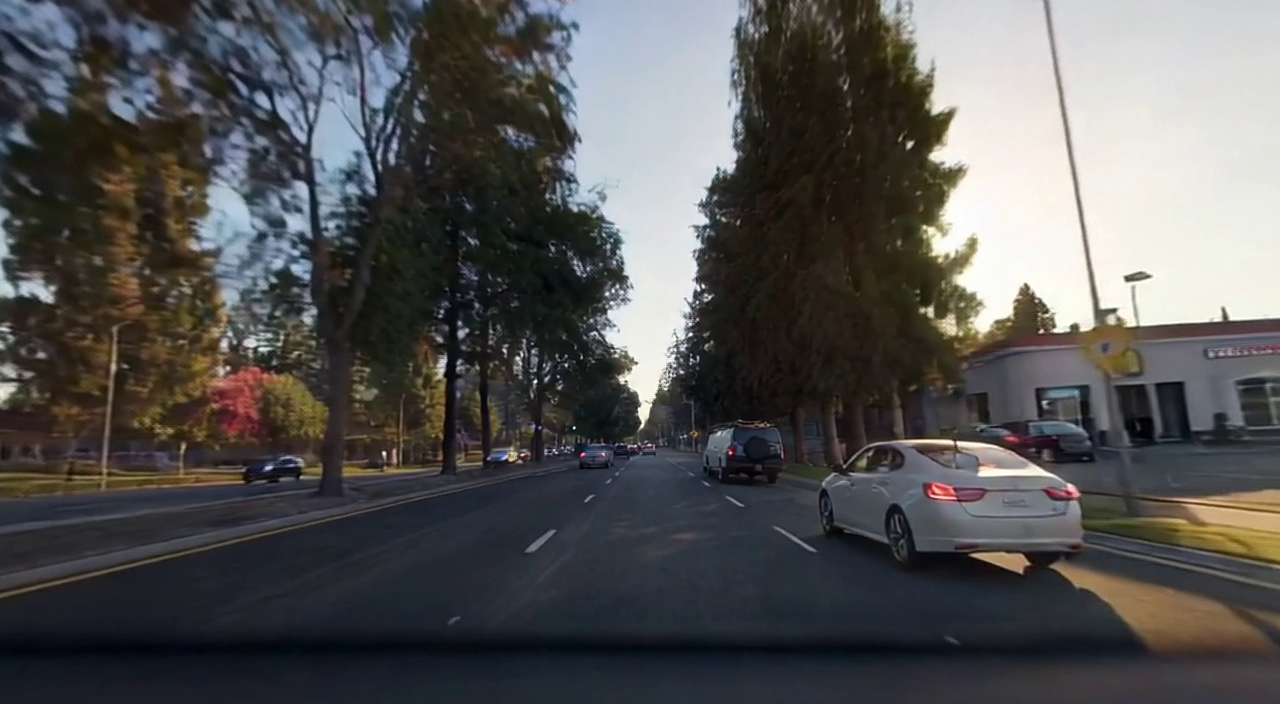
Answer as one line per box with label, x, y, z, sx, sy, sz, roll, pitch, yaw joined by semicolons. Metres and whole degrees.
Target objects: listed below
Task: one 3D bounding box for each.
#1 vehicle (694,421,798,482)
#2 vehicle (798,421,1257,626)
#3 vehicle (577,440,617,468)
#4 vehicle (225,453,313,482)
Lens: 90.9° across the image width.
vehicle;4.176;4.127;26.388;3.245;2.199;6.295;0;-8;0
vehicle;3.410;1.593;6.981;2.095;1.475;4.686;0;-8;0
vehicle;-2.778;6.770;42.024;2.250;1.713;4.422;0;-8;2
vehicle;-20.926;6.523;35.817;2.222;1.472;4.563;0;-8;1
